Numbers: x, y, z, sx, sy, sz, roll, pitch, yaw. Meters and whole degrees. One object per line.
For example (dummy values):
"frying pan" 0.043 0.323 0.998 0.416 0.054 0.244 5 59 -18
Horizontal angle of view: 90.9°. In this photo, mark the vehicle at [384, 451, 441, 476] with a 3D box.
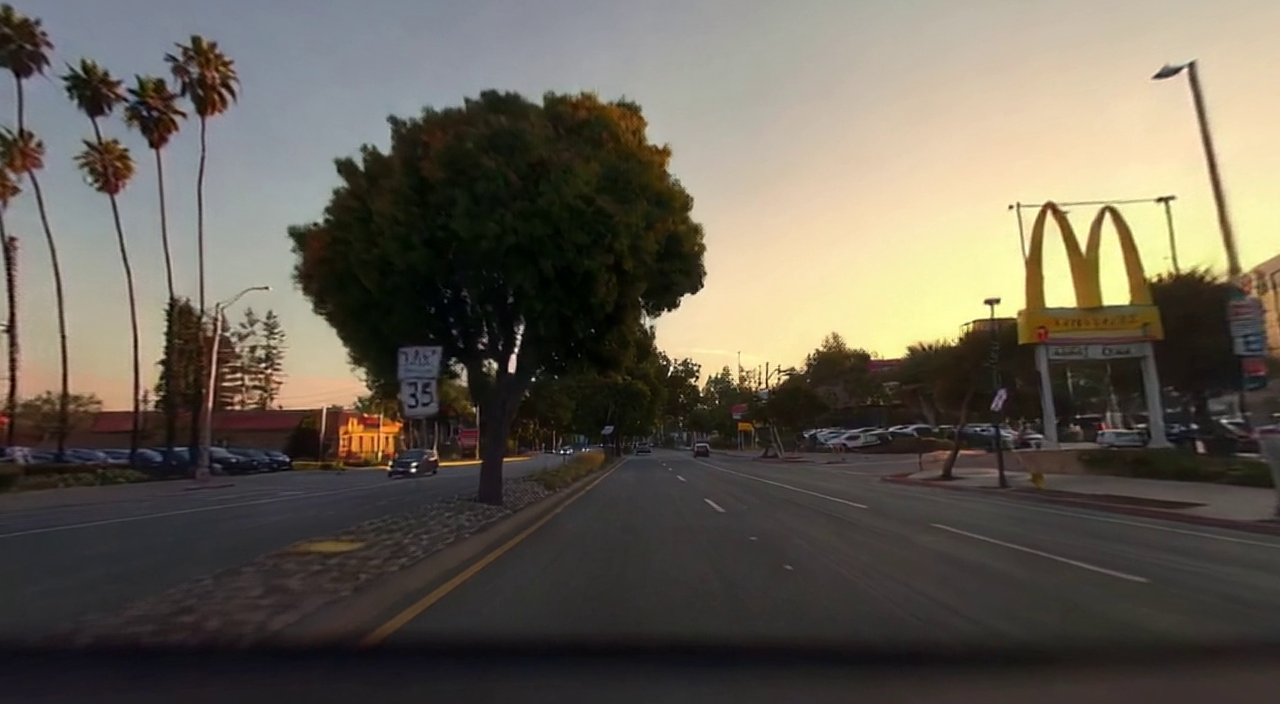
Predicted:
"vehicle" -16.511 8.101 46.099 2.167 1.622 5.184 0 -8 0

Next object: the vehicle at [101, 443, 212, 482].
"vehicle" -32.417 7.559 42.617 2.415 2.234 6.082 -2 -12 2
